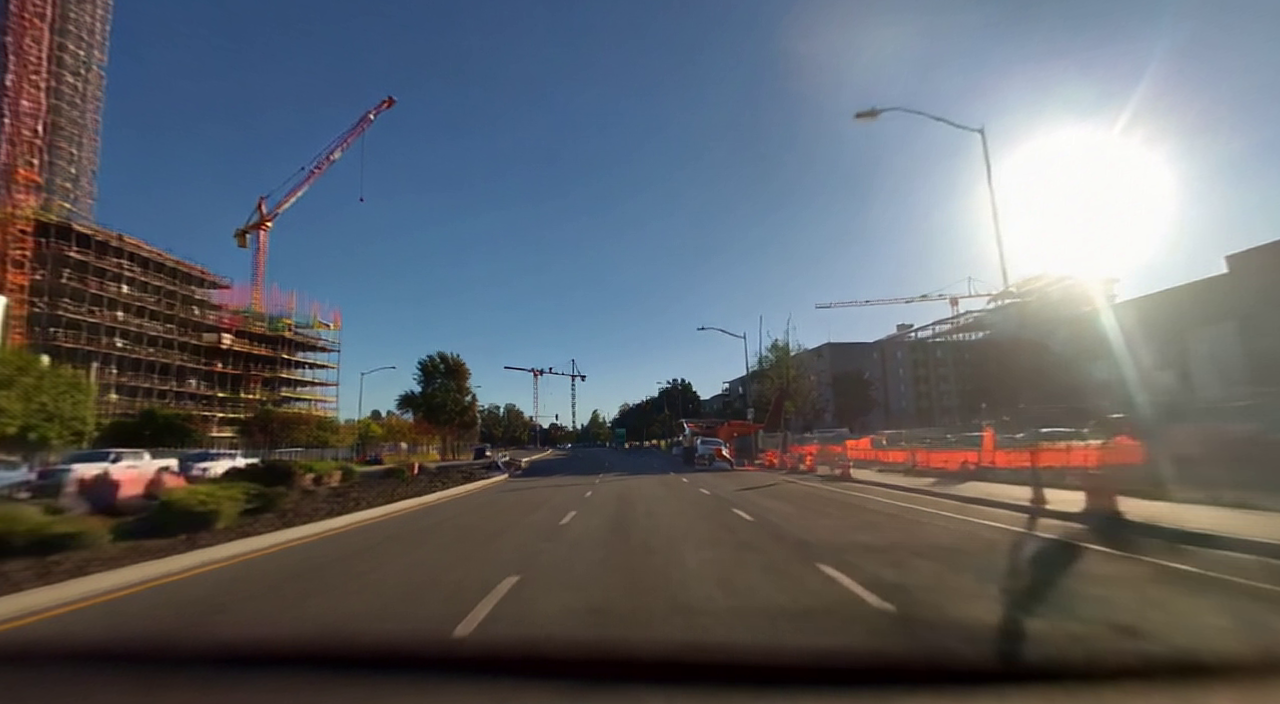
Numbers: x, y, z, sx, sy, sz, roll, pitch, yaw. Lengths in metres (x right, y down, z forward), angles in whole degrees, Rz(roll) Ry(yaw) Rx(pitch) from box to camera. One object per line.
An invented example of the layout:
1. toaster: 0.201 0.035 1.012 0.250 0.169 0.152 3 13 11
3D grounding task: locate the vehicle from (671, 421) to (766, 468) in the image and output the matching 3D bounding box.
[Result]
1. vehicle: 5.290 6.533 44.242 3.060 2.963 7.552 4 -10 -24

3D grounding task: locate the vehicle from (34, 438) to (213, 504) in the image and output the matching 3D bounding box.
1. vehicle: -18.141 4.148 22.601 2.286 2.069 5.077 0 -8 -4
